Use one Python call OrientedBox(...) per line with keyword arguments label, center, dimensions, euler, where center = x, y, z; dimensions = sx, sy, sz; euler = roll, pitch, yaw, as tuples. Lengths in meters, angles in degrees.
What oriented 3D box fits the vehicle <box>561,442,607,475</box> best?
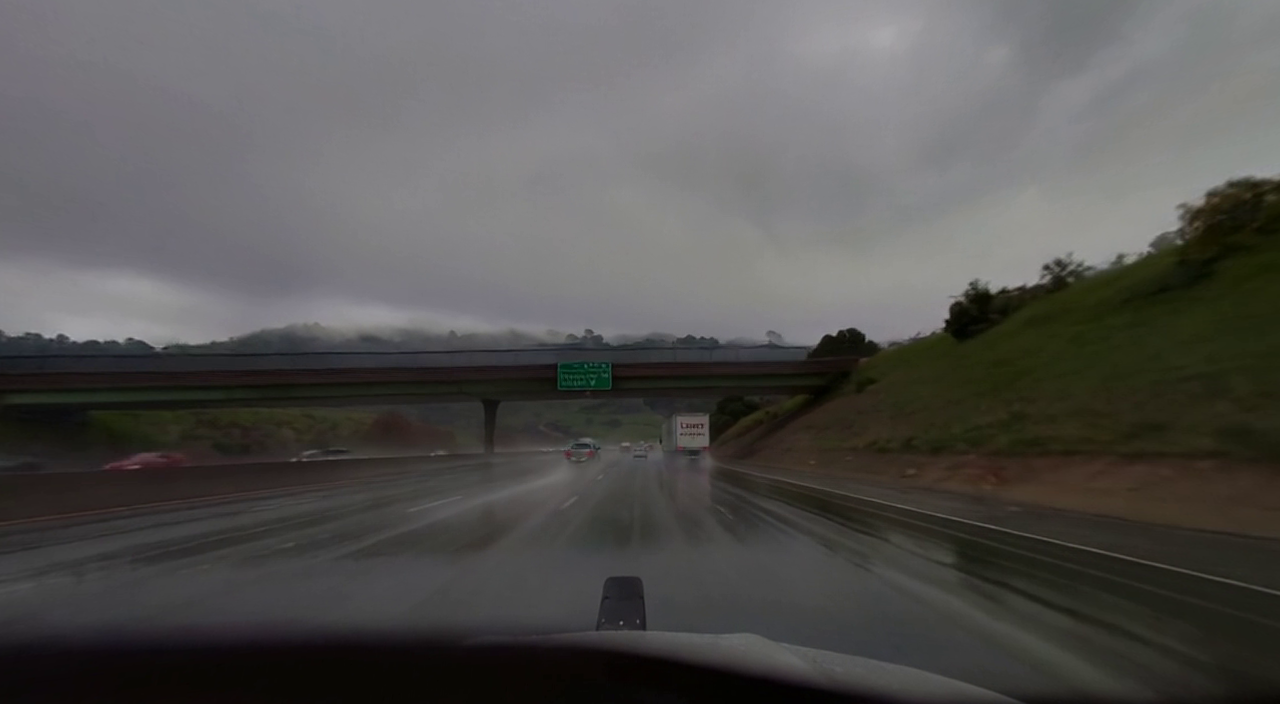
OrientedBox(label="vehicle", center=(-2.926, 5.713, 34.029), dimensions=(2.052, 1.654, 4.303), euler=(0, -9, 0))
